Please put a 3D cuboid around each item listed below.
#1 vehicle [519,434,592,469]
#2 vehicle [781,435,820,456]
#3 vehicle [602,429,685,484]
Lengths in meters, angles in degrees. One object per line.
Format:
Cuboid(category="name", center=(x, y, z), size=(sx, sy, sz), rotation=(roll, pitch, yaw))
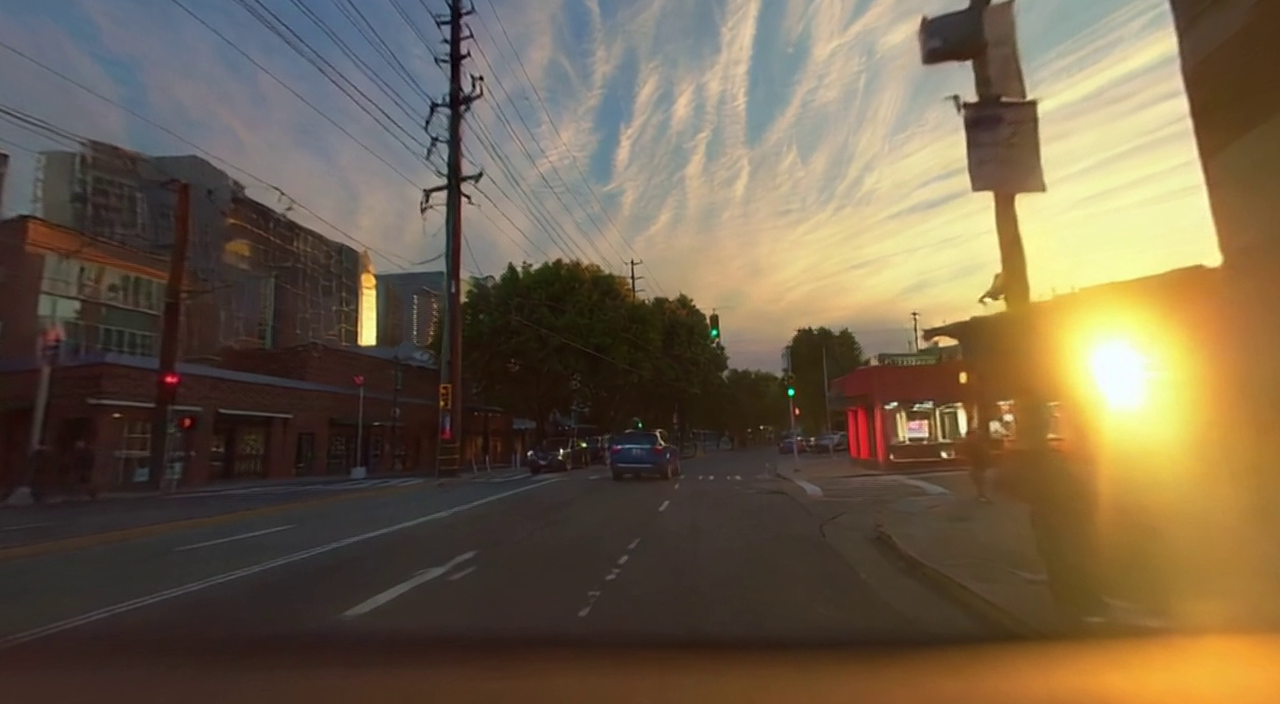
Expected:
Cuboid(category="vehicle", center=(-4.308, 5.210, 33.143), size=(2.017, 1.684, 4.483), rotation=(-3, -9, 18))
Cuboid(category="vehicle", center=(11.890, 6.897, 46.671), size=(2.006, 1.470, 4.099), rotation=(-4, -9, 25))
Cuboid(category="vehicle", center=(0.253, 3.643, 22.311), size=(2.101, 1.721, 4.364), rotation=(-2, -9, 11))
